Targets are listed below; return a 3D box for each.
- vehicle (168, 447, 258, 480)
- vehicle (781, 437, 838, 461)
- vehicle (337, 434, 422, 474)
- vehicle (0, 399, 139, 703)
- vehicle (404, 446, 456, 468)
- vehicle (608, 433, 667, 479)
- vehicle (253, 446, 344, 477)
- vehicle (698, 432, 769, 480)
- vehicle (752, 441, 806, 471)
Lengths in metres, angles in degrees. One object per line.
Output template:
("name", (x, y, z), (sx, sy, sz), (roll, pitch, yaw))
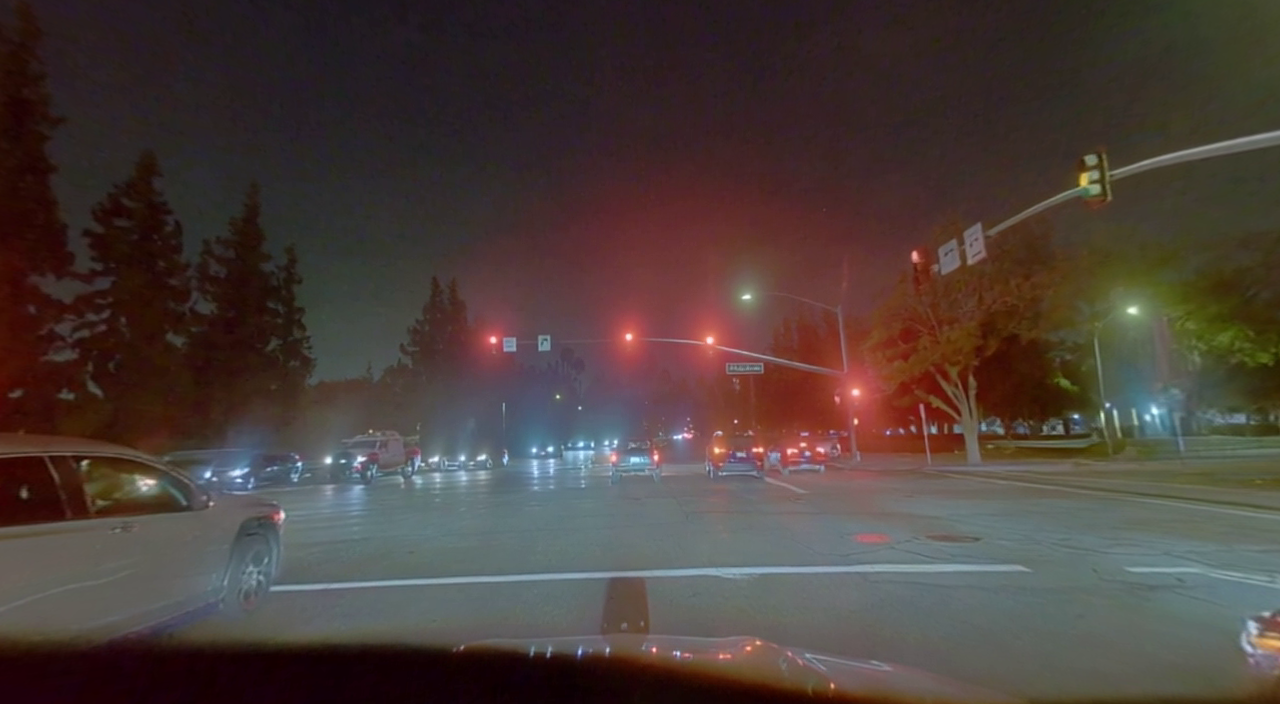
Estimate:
("vehicle", (-20.798, 5.410, 30.863), (1.800, 1.511, 3.631), (0, -8, 1))
("vehicle", (13.330, 7.695, 49.926), (2.171, 1.786, 4.943), (2, -9, -14))
("vehicle", (-14.012, 5.518, 34.282), (2.196, 1.961, 5.359), (0, -8, 2))
("vehicle", (-3.609, 0.723, 1.037), (1.941, 1.492, 4.399), (0, -8, 0))
("vehicle", (-14.094, 7.050, 42.502), (1.926, 1.325, 4.162), (0, -8, 2))
("vehicle", (-0.092, 4.257, 26.026), (2.215, 1.749, 3.976), (0, -8, 0))
("vehicle", (-17.566, 5.633, 32.680), (2.086, 1.458, 4.457), (0, -8, 2))
("vehicle", (3.581, 4.068, 24.889), (2.097, 1.707, 4.461), (0, -8, 0))
("vehicle", (7.144, 5.362, 32.802), (1.847, 1.432, 4.039), (0, -8, 0))
